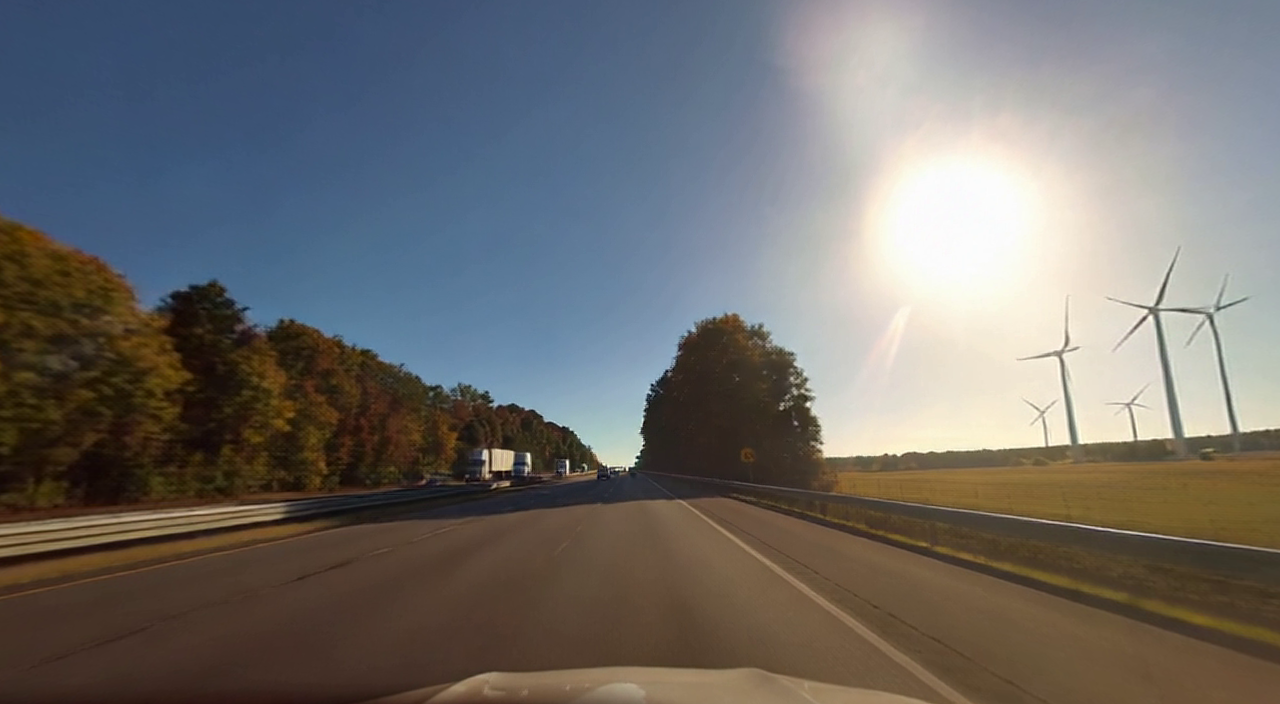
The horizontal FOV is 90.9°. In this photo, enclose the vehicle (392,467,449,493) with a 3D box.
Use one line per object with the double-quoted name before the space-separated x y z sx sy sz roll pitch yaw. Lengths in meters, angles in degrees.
"vehicle" -13.701 7.990 39.514 2.012 1.514 4.190 1 -10 0
